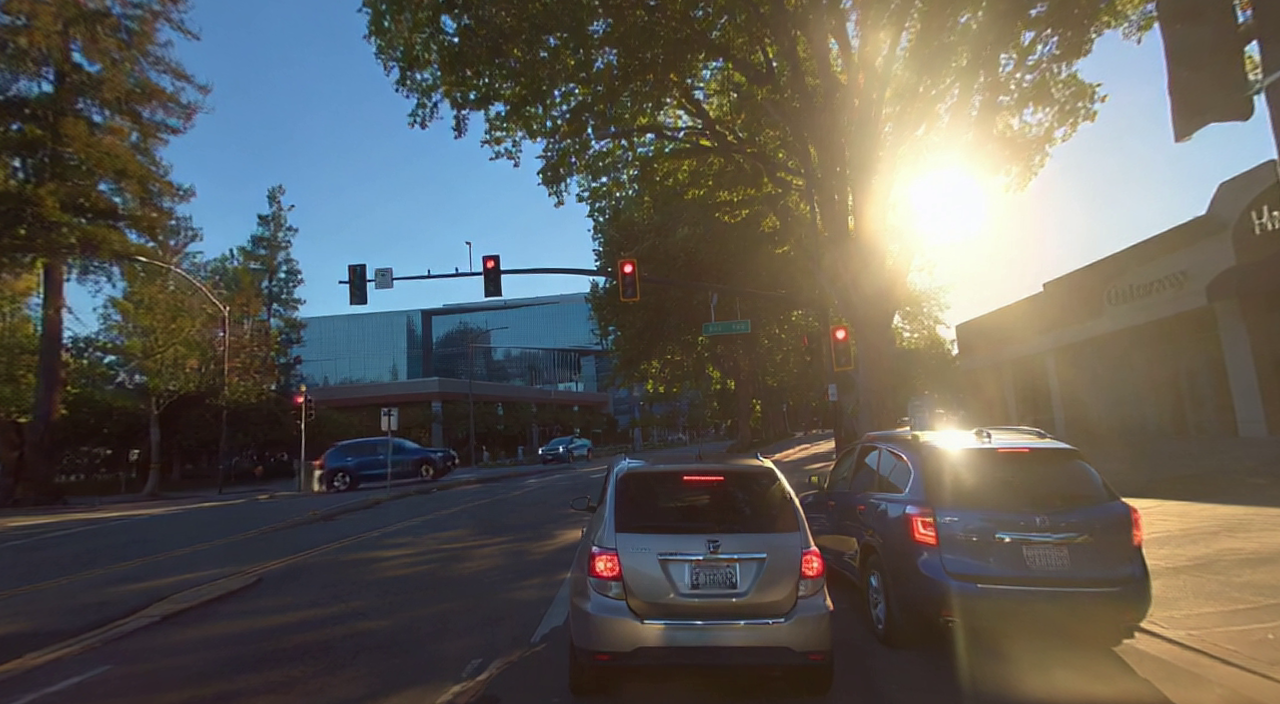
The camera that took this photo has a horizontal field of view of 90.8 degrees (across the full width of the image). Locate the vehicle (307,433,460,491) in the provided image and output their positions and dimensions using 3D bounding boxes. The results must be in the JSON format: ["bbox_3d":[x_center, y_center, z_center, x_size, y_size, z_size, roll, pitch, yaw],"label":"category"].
[{"bbox_3d":[-8.865,3.841,22.317,4.715,1.745,2.026,0,-9,-14],"label":"vehicle"}]

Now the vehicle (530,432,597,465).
[{"bbox_3d":[-4.452,5.752,37.727,2.244,1.792,4.648,-3,-9,17],"label":"vehicle"}]
